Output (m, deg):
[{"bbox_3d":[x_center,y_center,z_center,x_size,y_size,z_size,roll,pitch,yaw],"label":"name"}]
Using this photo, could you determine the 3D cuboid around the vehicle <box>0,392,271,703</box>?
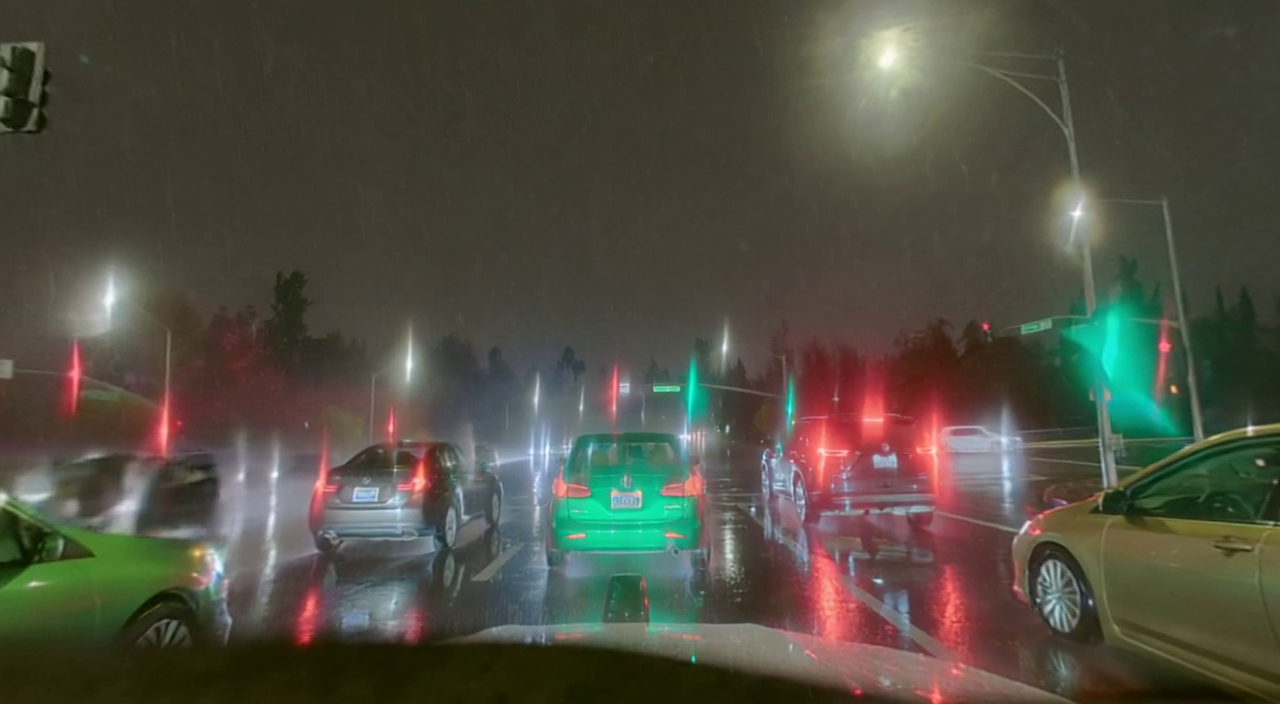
[{"bbox_3d":[-3.475,0.854,1.846,2.016,1.547,4.414,0,-8,1],"label":"vehicle"}]

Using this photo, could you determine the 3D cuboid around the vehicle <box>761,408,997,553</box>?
[{"bbox_3d":[3.320,1.873,9.841,1.992,1.744,4.183,0,-8,0],"label":"vehicle"}]

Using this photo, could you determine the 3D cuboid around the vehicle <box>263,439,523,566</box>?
[{"bbox_3d":[-3.287,2.074,9.549,1.995,1.436,4.373,-1,-8,3],"label":"vehicle"}]

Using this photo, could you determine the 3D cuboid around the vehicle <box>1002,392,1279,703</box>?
[{"bbox_3d":[3.943,0.972,3.100,1.800,1.519,4.198,0,-8,0],"label":"vehicle"}]

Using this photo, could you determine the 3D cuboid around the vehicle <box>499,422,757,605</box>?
[{"bbox_3d":[-0.117,1.657,7.389,2.140,1.499,4.119,0,-8,0],"label":"vehicle"}]
